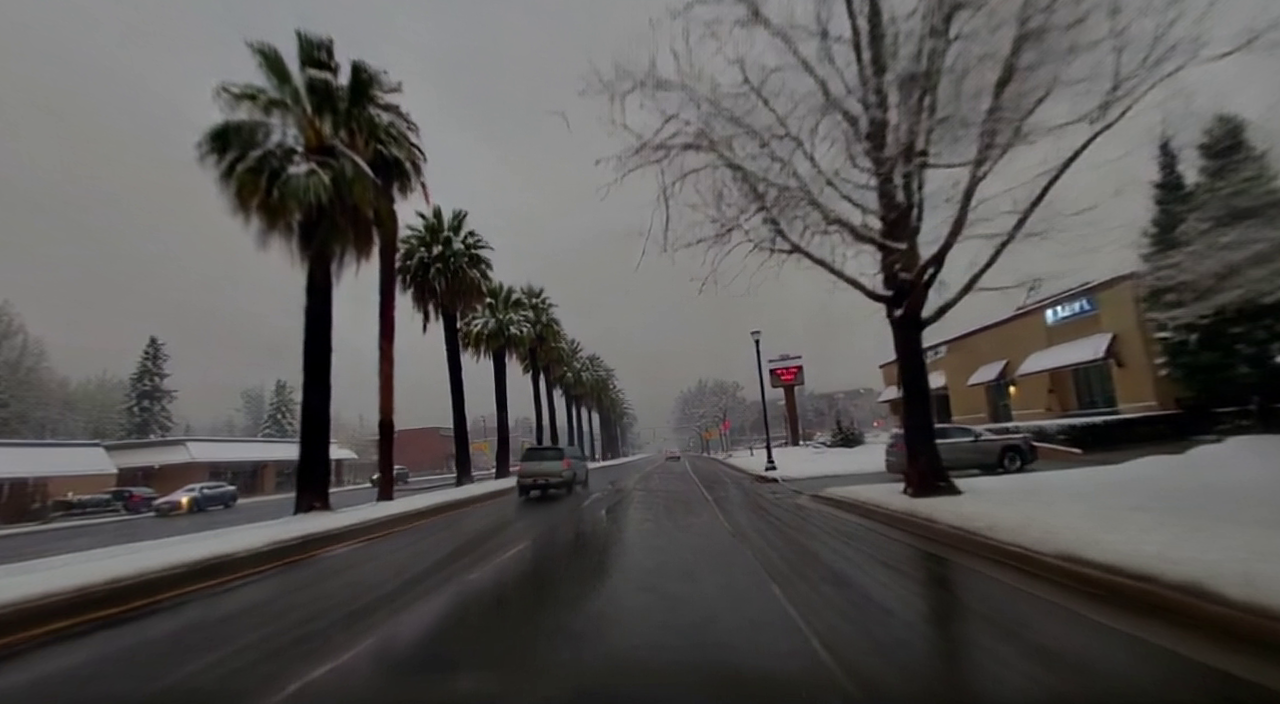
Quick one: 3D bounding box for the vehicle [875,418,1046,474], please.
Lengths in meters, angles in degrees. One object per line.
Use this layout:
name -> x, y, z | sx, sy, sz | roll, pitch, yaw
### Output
vehicle -> 10.629, 3.159, 21.279 | 4.577, 1.750, 2.115 | -1, -8, 4

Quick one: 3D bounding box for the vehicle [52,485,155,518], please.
vehicle -> -34.776, 9.677, 41.014 | 4.710, 1.897, 2.146 | 0, -8, 1

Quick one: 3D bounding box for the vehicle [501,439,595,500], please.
vehicle -> -2.850, 3.755, 20.707 | 2.147, 1.745, 4.648 | -1, -8, 3

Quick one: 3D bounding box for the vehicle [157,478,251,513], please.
vehicle -> -23.955, 7.872, 34.966 | 1.929, 1.552, 4.488 | 0, -8, 2
